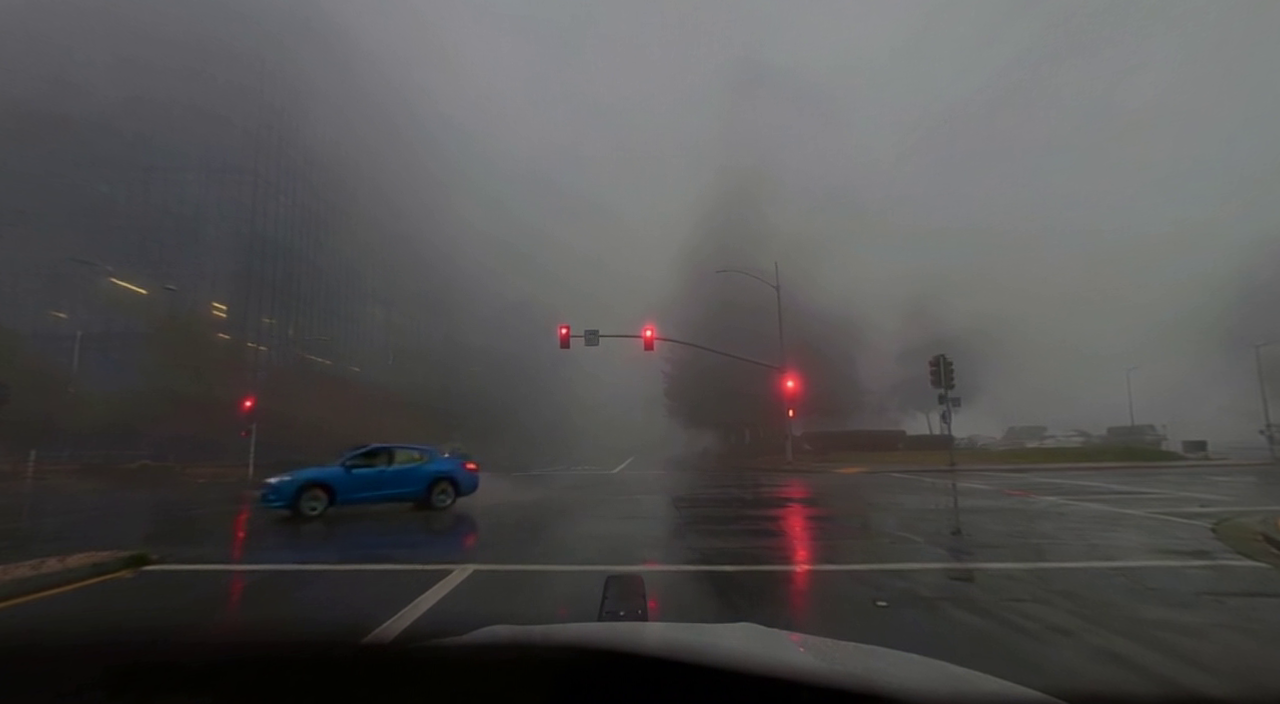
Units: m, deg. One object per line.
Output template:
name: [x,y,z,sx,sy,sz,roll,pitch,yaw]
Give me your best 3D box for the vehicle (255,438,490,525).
vehicle: [-5.715,2.718,13.762,4.218,1.572,2.065,8,-12,-41]
